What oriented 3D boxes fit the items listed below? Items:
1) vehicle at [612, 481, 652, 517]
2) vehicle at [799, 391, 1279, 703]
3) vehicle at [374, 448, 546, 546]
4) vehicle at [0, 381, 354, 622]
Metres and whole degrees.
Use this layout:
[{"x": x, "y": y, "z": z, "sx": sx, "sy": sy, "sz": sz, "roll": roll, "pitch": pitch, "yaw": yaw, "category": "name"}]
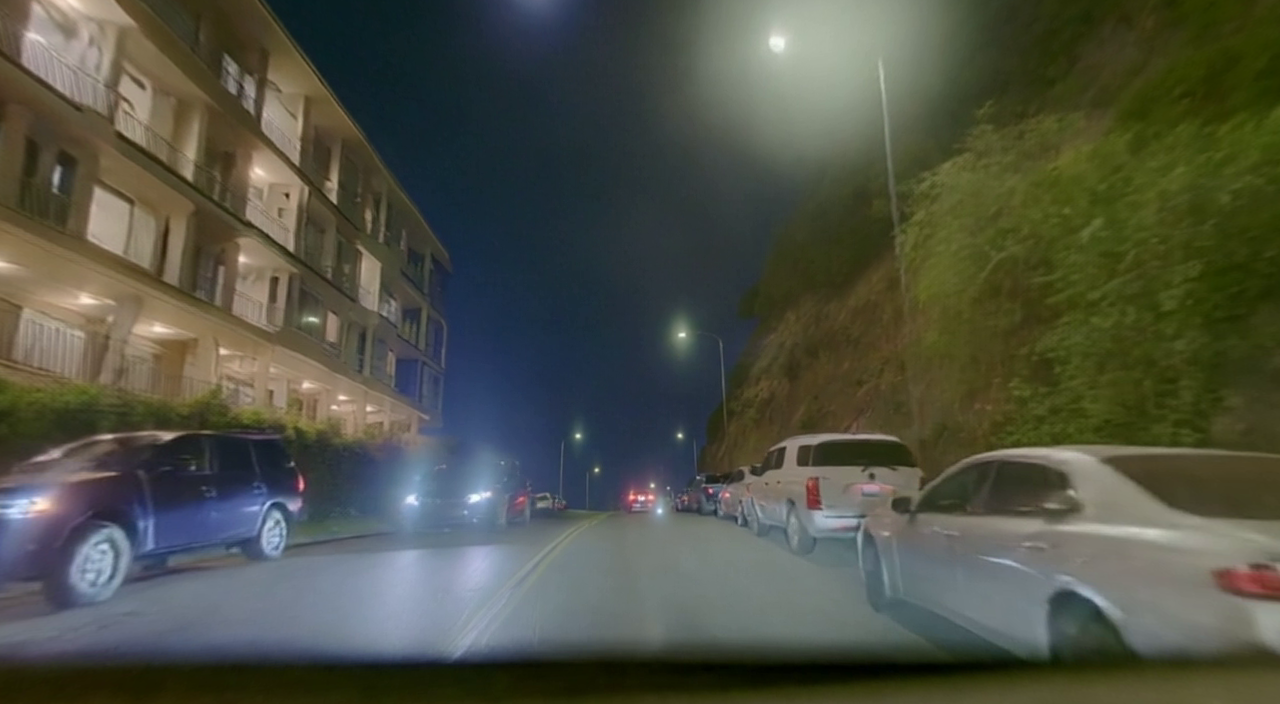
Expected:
[{"x": -0.525, "y": 8.600, "z": 36.954, "sx": 2.201, "sy": 1.731, "sz": 3.854, "roll": 0, "pitch": -8, "yaw": -2, "category": "vehicle"}, {"x": 2.605, "y": 1.175, "z": 3.949, "sx": 1.933, "sy": 1.465, "sz": 4.698, "roll": 0, "pitch": -8, "yaw": -1, "category": "vehicle"}, {"x": -3.379, "y": 2.924, "z": 12.973, "sx": 2.102, "sy": 1.621, "sz": 4.627, "roll": 0, "pitch": -12, "yaw": 1, "category": "vehicle"}, {"x": -6.412, "y": 1.754, "z": 8.138, "sx": 2.692, "sy": 1.949, "sz": 5.948, "roll": 0, "pitch": -11, "yaw": -1, "category": "vehicle"}]
